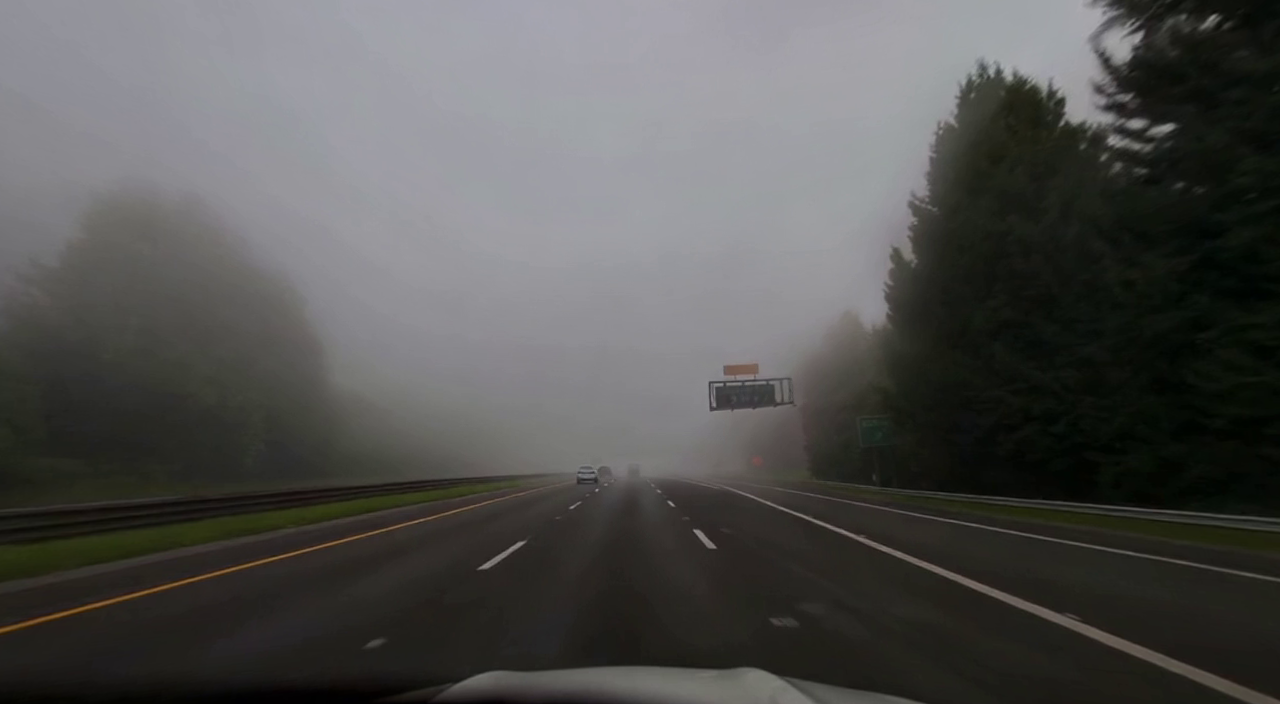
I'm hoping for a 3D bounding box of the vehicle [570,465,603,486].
[{"bbox_3d":[-4.034,9.443,48.127,2.126,1.488,4.186,1,-11,0],"label":"vehicle"}]
